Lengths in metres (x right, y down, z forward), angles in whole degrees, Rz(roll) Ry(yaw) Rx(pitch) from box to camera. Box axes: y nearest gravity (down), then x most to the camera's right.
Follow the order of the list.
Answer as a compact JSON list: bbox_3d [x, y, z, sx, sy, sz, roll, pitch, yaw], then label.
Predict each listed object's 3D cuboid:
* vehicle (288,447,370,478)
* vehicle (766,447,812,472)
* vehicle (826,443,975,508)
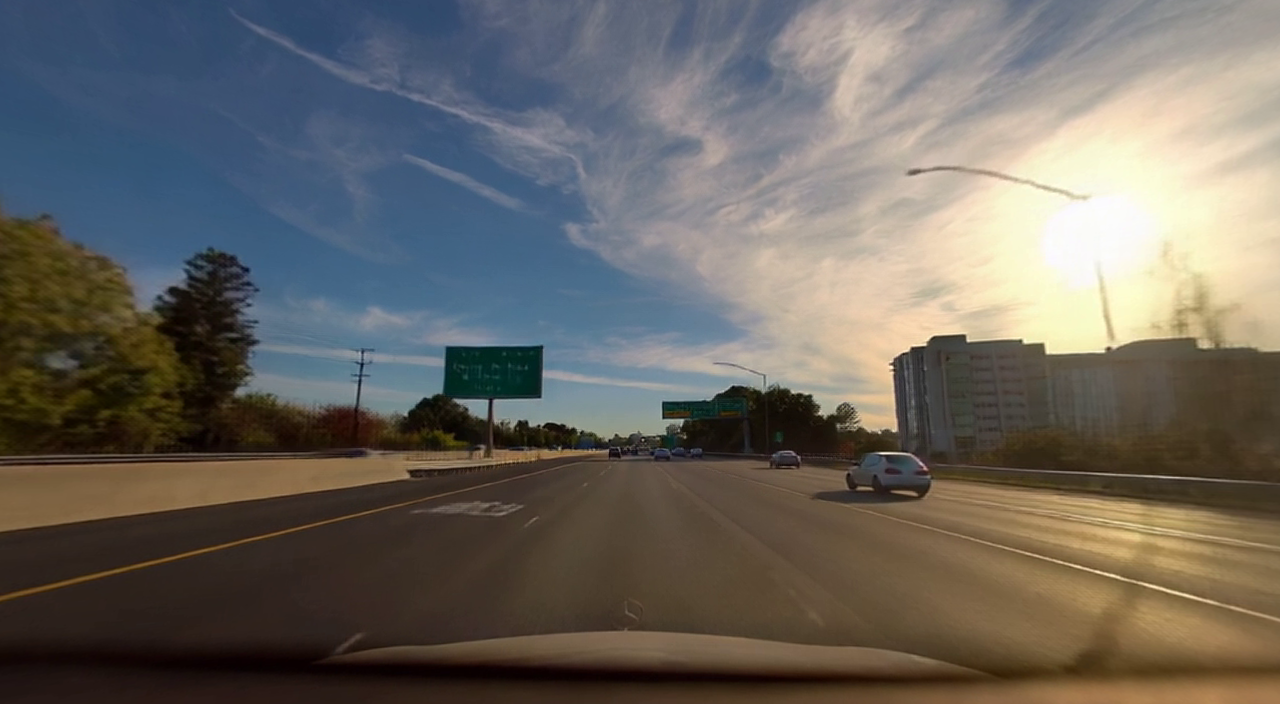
[{"bbox_3d":[-15.824,5.621,32.431,1.859,1.486,4.543,0,-9,0],"label":"vehicle"},{"bbox_3d":[9.605,6.969,41.084,1.878,1.509,4.327,0,-9,-1],"label":"vehicle"},{"bbox_3d":[6.816,3.257,17.241,1.861,1.500,4.860,0,-9,-2],"label":"vehicle"}]
